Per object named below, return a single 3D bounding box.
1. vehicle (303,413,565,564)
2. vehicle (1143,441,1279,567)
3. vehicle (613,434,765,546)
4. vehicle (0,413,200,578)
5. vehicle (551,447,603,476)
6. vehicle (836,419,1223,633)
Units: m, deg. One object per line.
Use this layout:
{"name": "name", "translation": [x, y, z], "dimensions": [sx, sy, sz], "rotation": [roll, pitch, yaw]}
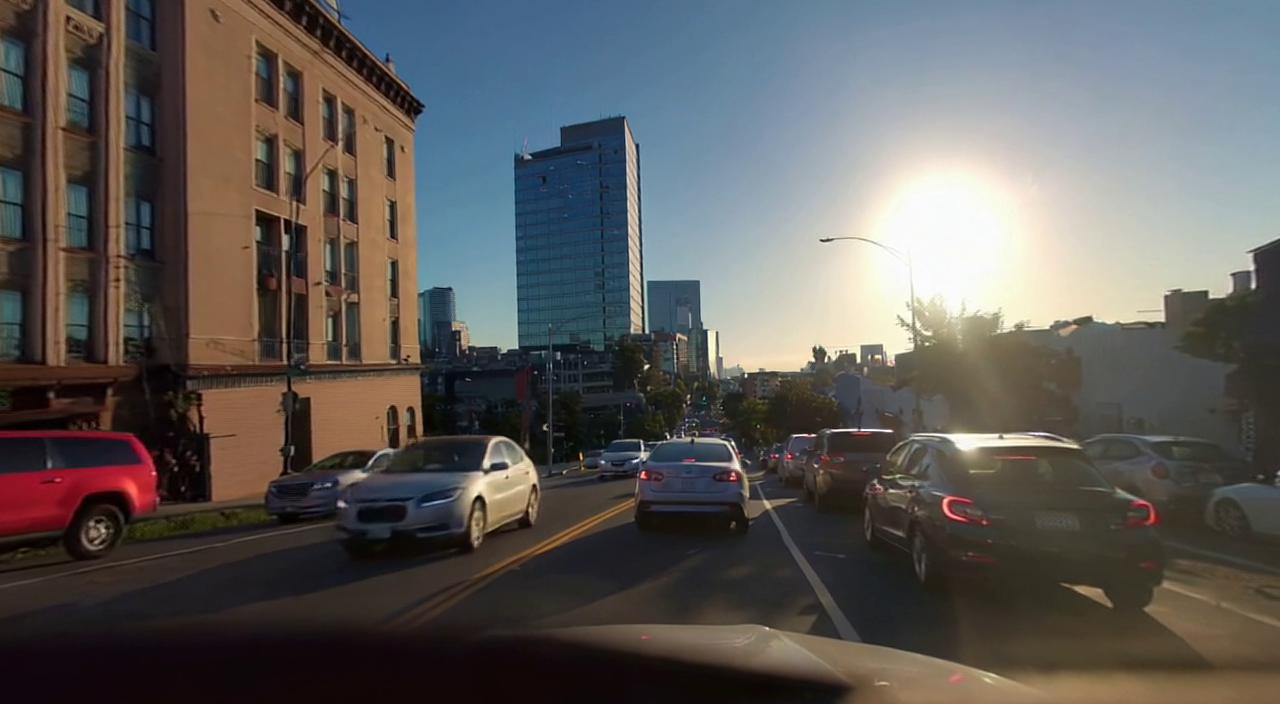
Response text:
{"name": "vehicle", "translation": [-2.710, 1.926, 9.691], "dimensions": [2.030, 1.730, 4.453], "rotation": [-1, -8, 8]}
{"name": "vehicle", "translation": [8.605, 1.813, 7.492], "dimensions": [1.901, 1.500, 4.729], "rotation": [-1, -8, 9]}
{"name": "vehicle", "translation": [0.910, 2.122, 10.378], "dimensions": [2.031, 1.461, 3.763], "rotation": [-1, -8, 8]}
{"name": "vehicle", "translation": [-7.874, 1.694, 7.265], "dimensions": [1.934, 1.770, 4.546], "rotation": [-6, -9, 9]}
{"name": "vehicle", "translation": [-3.511, 6.222, 36.072], "dimensions": [1.930, 1.480, 4.174], "rotation": [-1, -8, 9]}
{"name": "vehicle", "translation": [3.469, 1.567, 6.755], "dimensions": [1.982, 1.510, 4.144], "rotation": [-1, -8, 9]}
